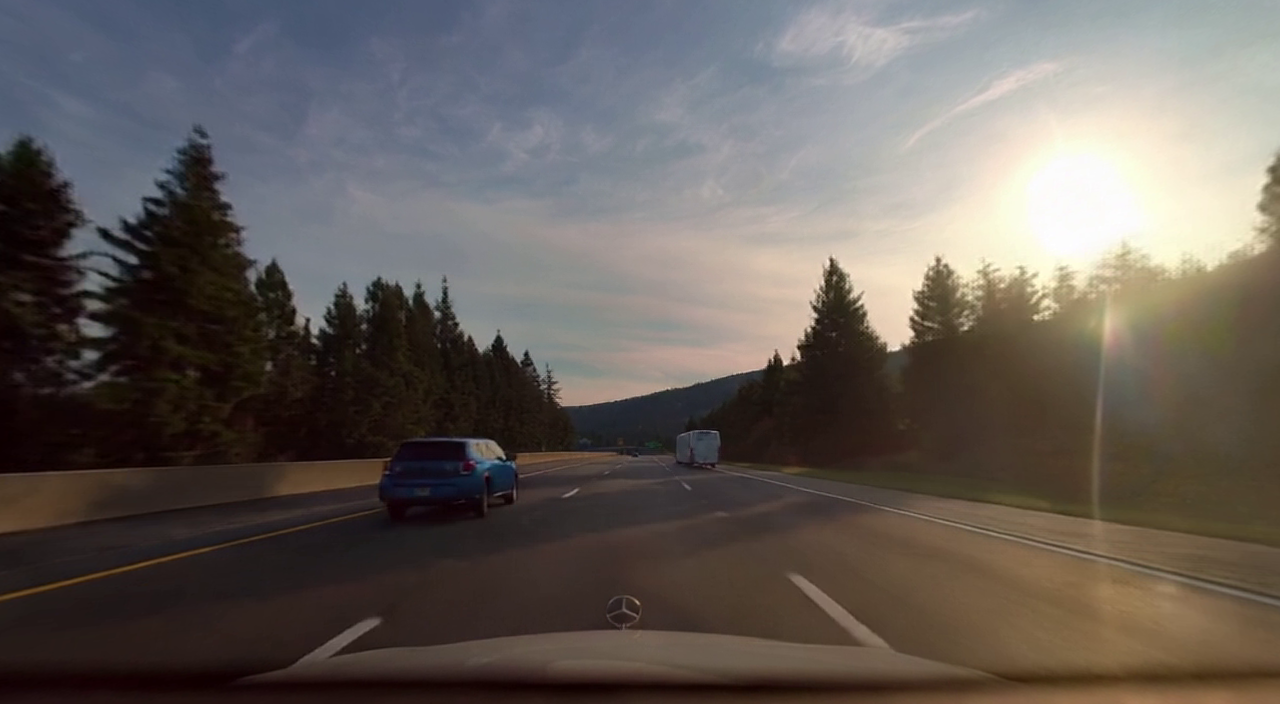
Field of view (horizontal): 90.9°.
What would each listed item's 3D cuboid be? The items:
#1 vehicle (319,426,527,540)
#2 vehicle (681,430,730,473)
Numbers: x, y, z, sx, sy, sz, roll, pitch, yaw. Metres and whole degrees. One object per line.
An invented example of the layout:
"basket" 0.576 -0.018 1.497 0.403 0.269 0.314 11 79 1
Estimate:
"vehicle" -3.532 2.254 11.437 2.020 1.619 4.690 0 -9 1
"vehicle" 4.311 6.776 42.913 2.614 2.655 6.429 0 -9 0
